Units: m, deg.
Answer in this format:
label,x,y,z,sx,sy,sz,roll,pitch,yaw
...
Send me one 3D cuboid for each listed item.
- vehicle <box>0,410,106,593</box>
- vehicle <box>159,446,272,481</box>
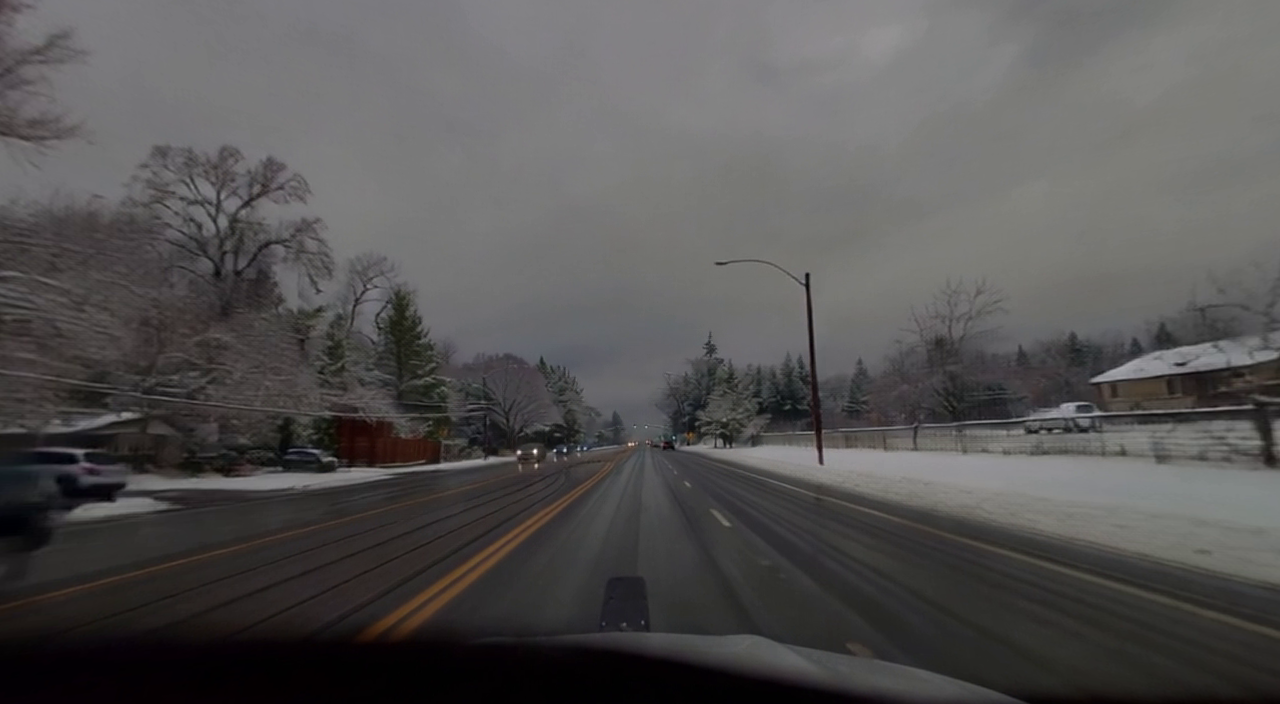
label,x,y,z,sx,sy,sz,roll,pitch,yaw
vehicle,-7.170,1.290,5.039,2.000,1.738,4.251,0,-8,1
vehicle,-22.426,5.885,33.431,4.530,1.769,2.003,0,-8,1
